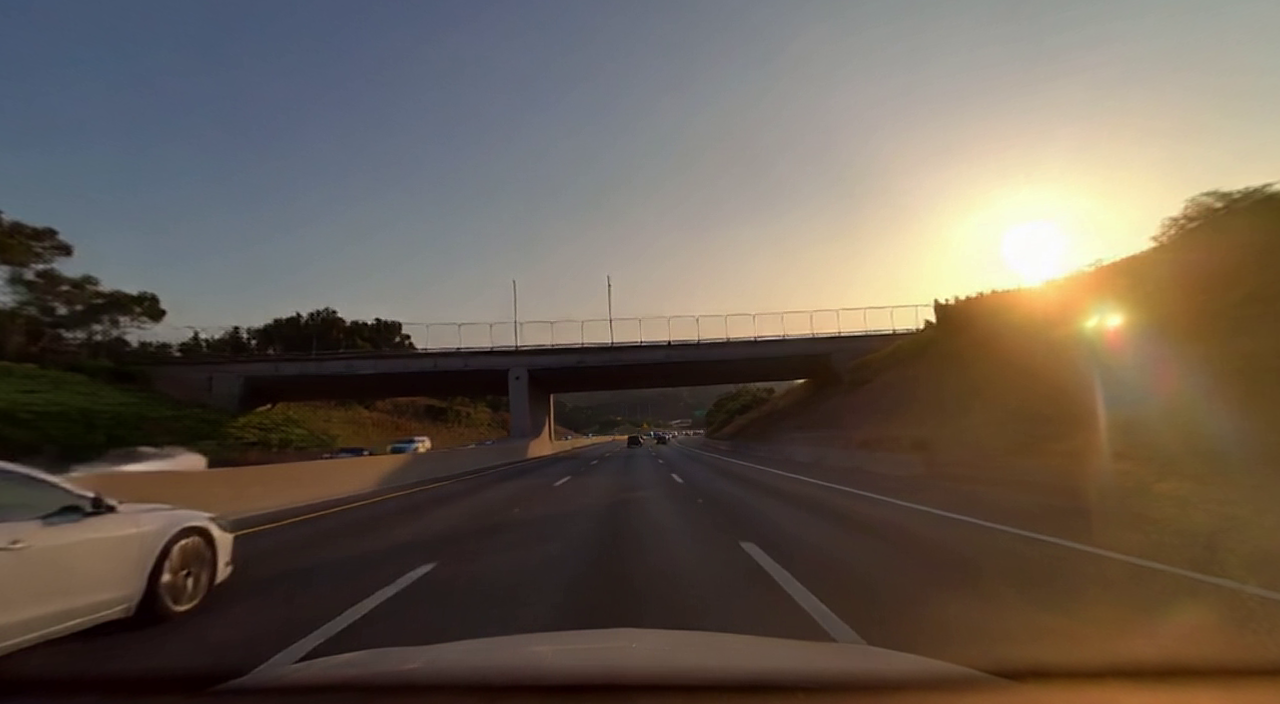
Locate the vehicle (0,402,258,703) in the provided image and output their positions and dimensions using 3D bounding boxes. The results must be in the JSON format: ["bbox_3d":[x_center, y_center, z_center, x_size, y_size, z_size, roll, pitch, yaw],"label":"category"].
[{"bbox_3d":[-3.965,0.960,2.822,1.981,1.475,4.084,0,-8,-1],"label":"vehicle"}]

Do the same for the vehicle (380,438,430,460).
[{"bbox_3d":[-17.041,7.007,45.907,1.922,1.482,4.386,0,-8,0],"label":"vehicle"}]
